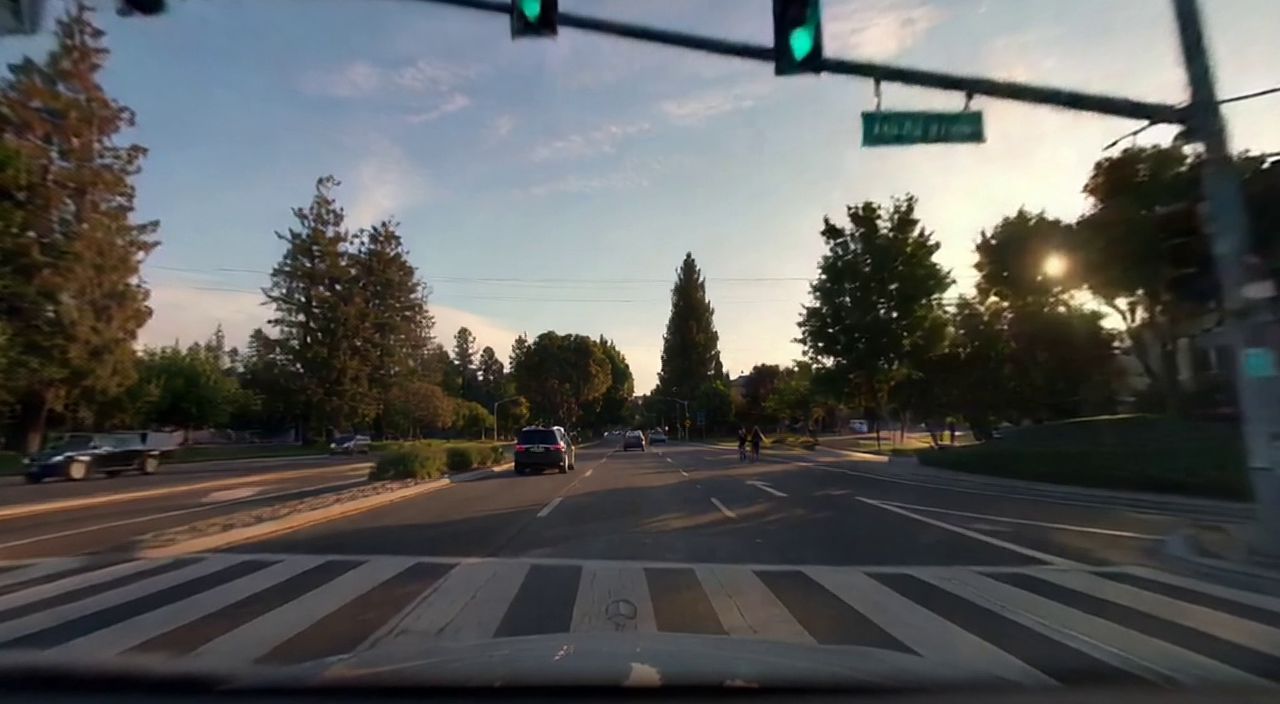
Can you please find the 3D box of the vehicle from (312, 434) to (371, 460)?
[{"bbox_3d":[-19.751,6.308,42.007,1.902,1.625,4.095,0,-8,0],"label":"vehicle"}]

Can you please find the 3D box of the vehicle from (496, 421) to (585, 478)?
[{"bbox_3d":[-3.180,3.234,21.150,2.174,1.703,4.231,0,-8,1],"label":"vehicle"}]

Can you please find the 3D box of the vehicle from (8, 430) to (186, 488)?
[{"bbox_3d":[-19.558,3.838,23.172,2.090,1.868,4.941,0,-8,0],"label":"vehicle"}]

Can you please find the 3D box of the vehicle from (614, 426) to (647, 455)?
[{"bbox_3d":[-0.657,5.857,41.657,2.077,1.773,4.257,0,-8,-1],"label":"vehicle"}]
